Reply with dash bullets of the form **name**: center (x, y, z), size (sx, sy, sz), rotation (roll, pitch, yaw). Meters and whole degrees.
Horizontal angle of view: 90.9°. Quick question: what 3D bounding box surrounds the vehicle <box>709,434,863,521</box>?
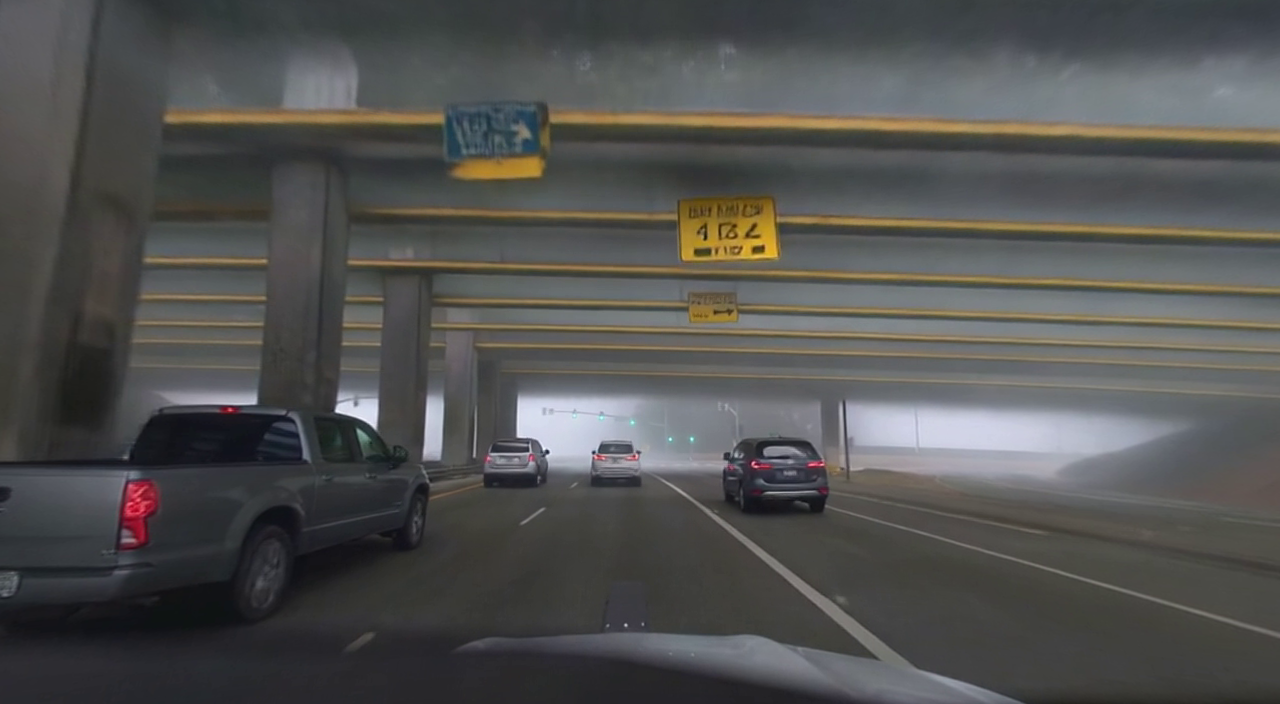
- **vehicle**: center (3.242, 2.930, 15.420), size (2.234, 1.720, 5.378), rotation (0, -8, -3)

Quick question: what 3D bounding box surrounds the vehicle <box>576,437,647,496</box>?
- **vehicle**: center (-0.925, 3.722, 20.857), size (2.097, 1.748, 3.794), rotation (0, -8, -2)

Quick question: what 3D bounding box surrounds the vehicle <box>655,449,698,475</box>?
- **vehicle**: center (2.137, 6.608, 38.107), size (2.026, 1.457, 3.969), rotation (1, -9, -5)

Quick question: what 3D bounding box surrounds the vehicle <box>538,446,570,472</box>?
- **vehicle**: center (-5.683, 7.095, 42.046), size (1.829, 1.614, 3.611), rotation (1, -8, -4)

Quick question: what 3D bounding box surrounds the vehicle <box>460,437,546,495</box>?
- **vehicle**: center (-4.449, 3.763, 21.189), size (2.127, 1.720, 4.064), rotation (0, -8, -2)

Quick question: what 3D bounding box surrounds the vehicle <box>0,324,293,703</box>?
- **vehicle**: center (-3.748, 0.778, 2.548), size (2.074, 1.814, 4.596), rotation (0, -8, -1)
